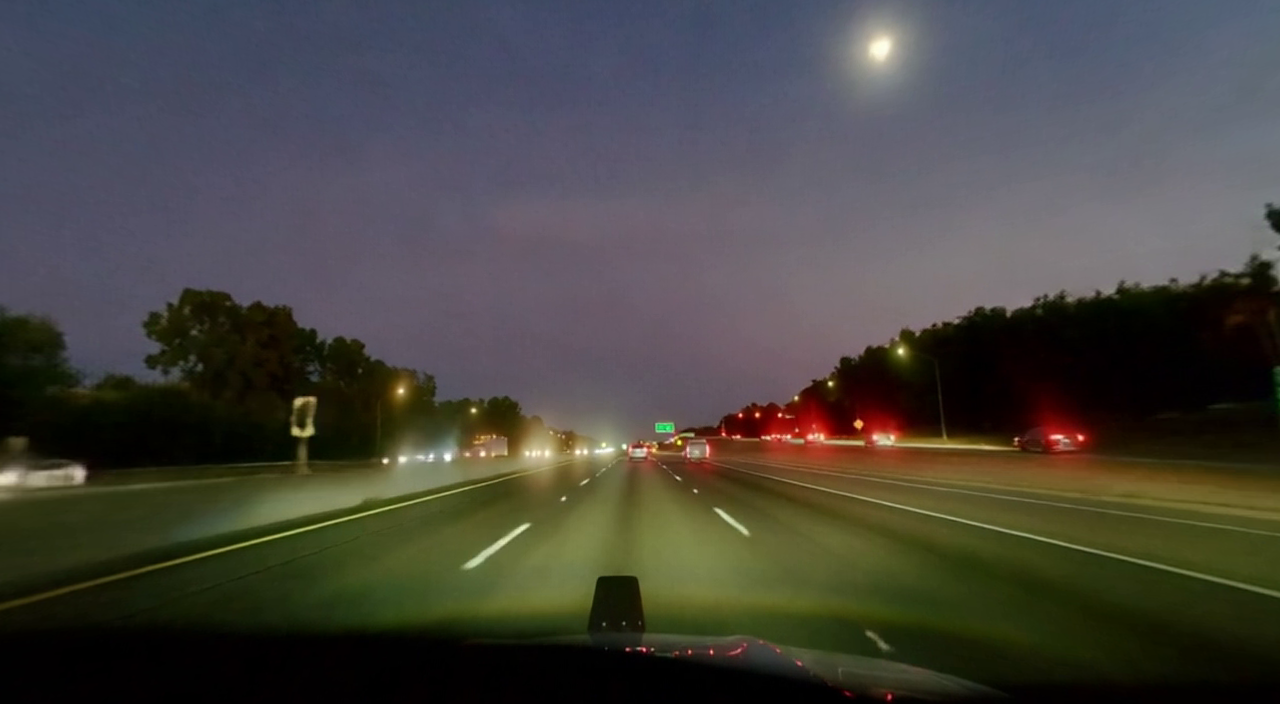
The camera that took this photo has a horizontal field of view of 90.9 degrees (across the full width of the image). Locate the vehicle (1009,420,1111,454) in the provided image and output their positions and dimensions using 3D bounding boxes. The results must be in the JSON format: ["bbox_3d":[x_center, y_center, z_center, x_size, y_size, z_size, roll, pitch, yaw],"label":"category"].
[{"bbox_3d":[19.682,4.075,29.830,1.872,1.459,4.502,-1,-9,3],"label":"vehicle"}]

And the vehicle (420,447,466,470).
[{"bbox_3d":[-15.260,8.224,49.113,2.047,1.671,4.892,0,-9,0],"label":"vehicle"}]

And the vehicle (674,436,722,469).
[{"bbox_3d":[3.683,6.599,41.518,2.505,2.020,5.532,0,-9,-1],"label":"vehicle"}]

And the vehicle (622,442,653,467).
[{"bbox_3d":[-0.167,7.471,45.953,2.105,1.711,4.293,0,-9,0],"label":"vehicle"}]
